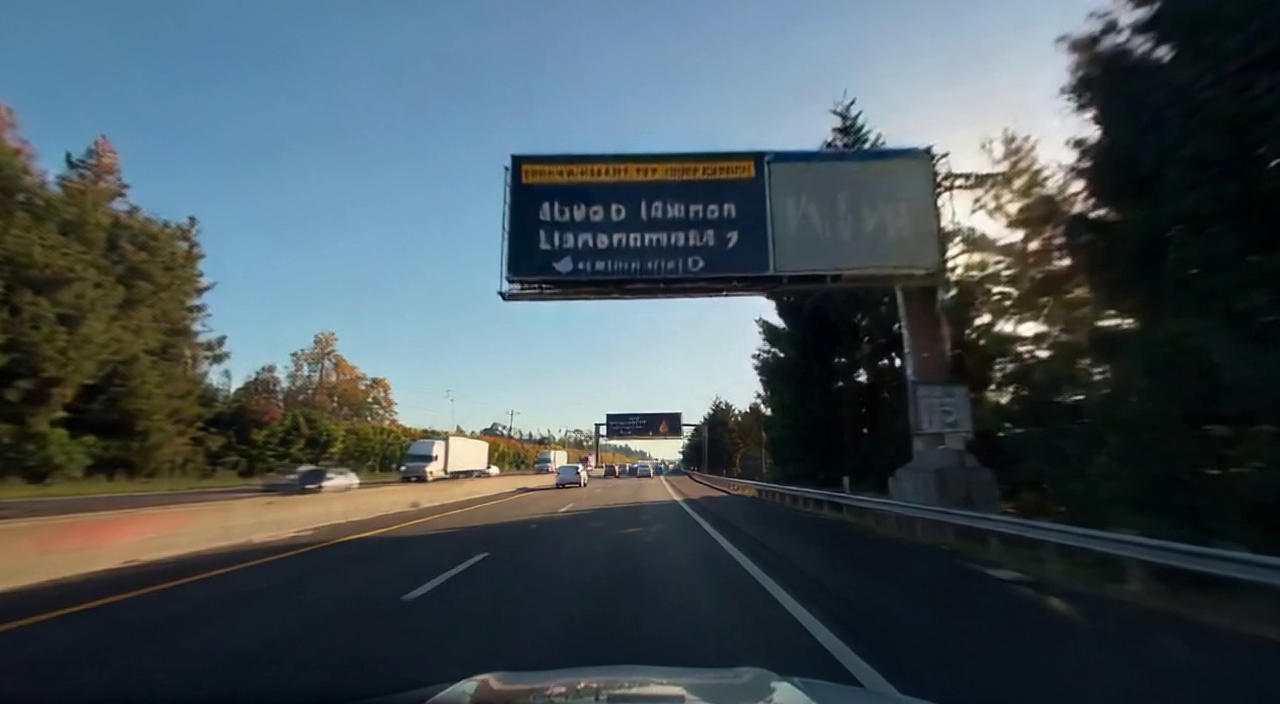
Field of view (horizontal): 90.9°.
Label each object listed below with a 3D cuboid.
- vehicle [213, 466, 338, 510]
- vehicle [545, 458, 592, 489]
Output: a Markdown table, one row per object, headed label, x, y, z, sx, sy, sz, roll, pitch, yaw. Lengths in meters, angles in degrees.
| label | x | y | z | sx | sy | sz | roll | pitch | yaw |
| --- | --- | --- | --- | --- | --- | --- | --- | --- | --- |
| vehicle | -13.238 | 4.956 | 23.270 | 1.837 | 1.427 | 4.498 | 1 | -10 | 1 |
| vehicle | -4.226 | 7.349 | 38.157 | 2.160 | 1.721 | 4.368 | 1 | -10 | 2 |
